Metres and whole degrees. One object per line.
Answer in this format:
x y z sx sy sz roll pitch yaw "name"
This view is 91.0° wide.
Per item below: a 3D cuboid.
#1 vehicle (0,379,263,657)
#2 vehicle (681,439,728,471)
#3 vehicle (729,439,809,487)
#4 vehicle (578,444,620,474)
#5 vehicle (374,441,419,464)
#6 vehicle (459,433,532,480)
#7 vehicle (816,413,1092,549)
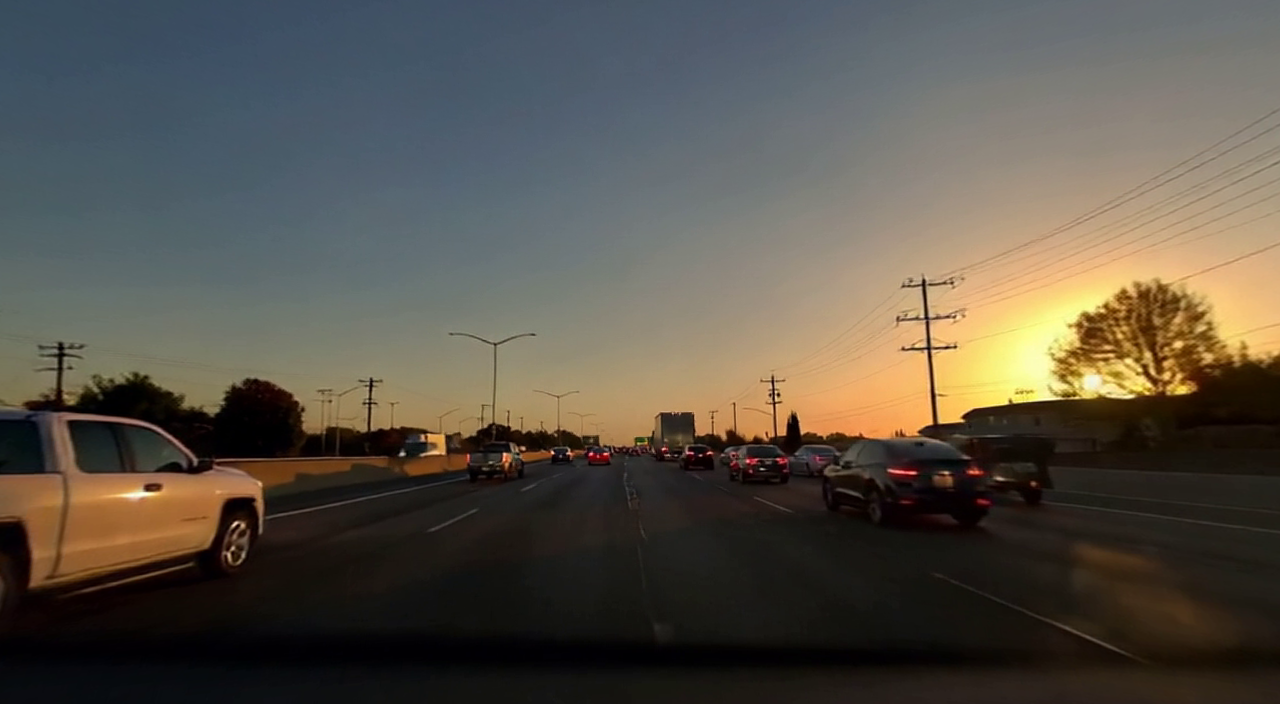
-5.042 1.105 4.424 2.127 1.705 4.374 1 -9 -2 "vehicle"
3.806 6.189 38.050 2.182 1.782 4.800 1 -9 -2 "vehicle"
4.758 4.163 23.945 1.978 1.607 4.245 1 -9 -2 "vehicle"
-2.129 5.707 33.862 2.060 1.508 4.308 1 -9 -1 "vehicle"
-15.855 6.565 41.161 1.607 1.454 3.631 1 -9 -2 "vehicle"
-6.163 4.527 27.547 2.147 1.825 4.602 0 -9 -1 "vehicle"
4.877 2.084 10.874 2.086 1.783 4.868 1 -9 -2 "vehicle"
